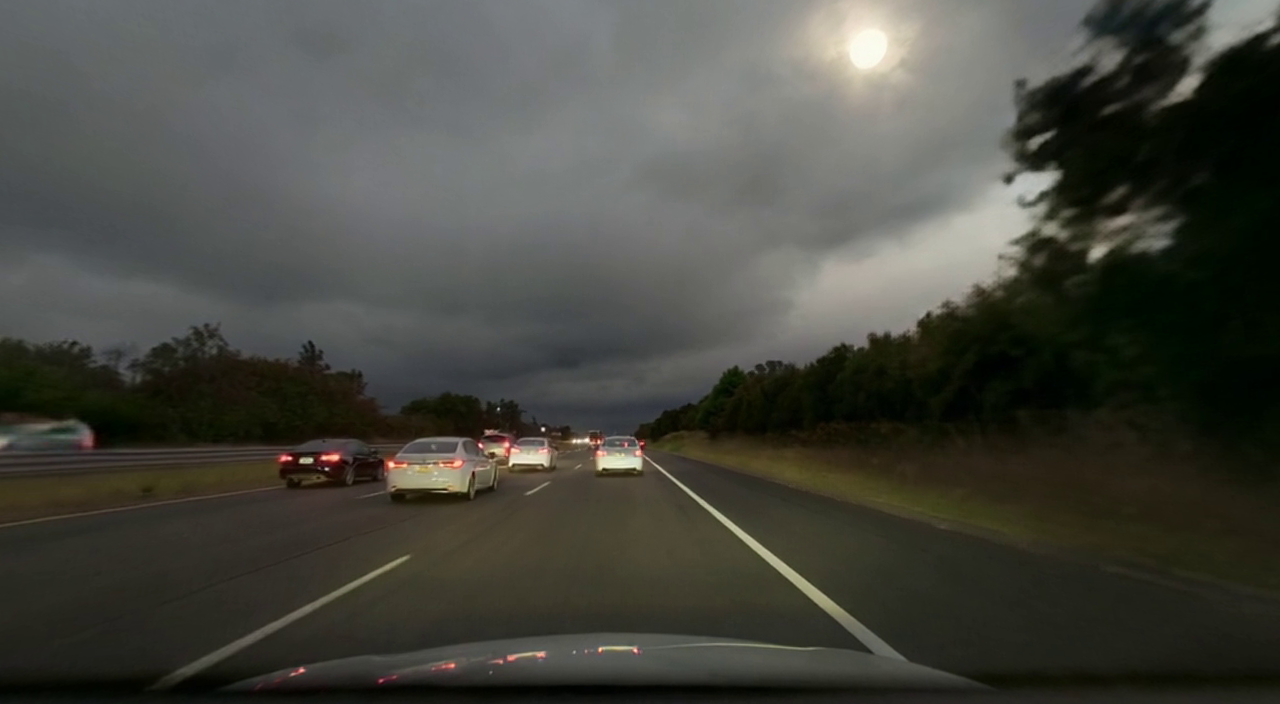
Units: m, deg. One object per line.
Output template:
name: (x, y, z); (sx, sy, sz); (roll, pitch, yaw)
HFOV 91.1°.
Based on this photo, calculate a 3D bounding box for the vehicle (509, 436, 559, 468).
vehicle: (-5.203, 4.931, 31.273); (1.835, 1.432, 3.835); (0, -8, 0)

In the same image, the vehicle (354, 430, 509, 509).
vehicle: (-4.392, 2.505, 14.076); (1.971, 1.464, 4.386); (0, -8, 0)

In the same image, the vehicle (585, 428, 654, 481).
vehicle: (-0.681, 3.500, 21.852); (2.178, 1.658, 3.916); (0, -8, -1)

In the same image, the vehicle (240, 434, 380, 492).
vehicle: (-9.221, 3.091, 17.979); (1.850, 1.439, 3.932); (0, -8, 0)
